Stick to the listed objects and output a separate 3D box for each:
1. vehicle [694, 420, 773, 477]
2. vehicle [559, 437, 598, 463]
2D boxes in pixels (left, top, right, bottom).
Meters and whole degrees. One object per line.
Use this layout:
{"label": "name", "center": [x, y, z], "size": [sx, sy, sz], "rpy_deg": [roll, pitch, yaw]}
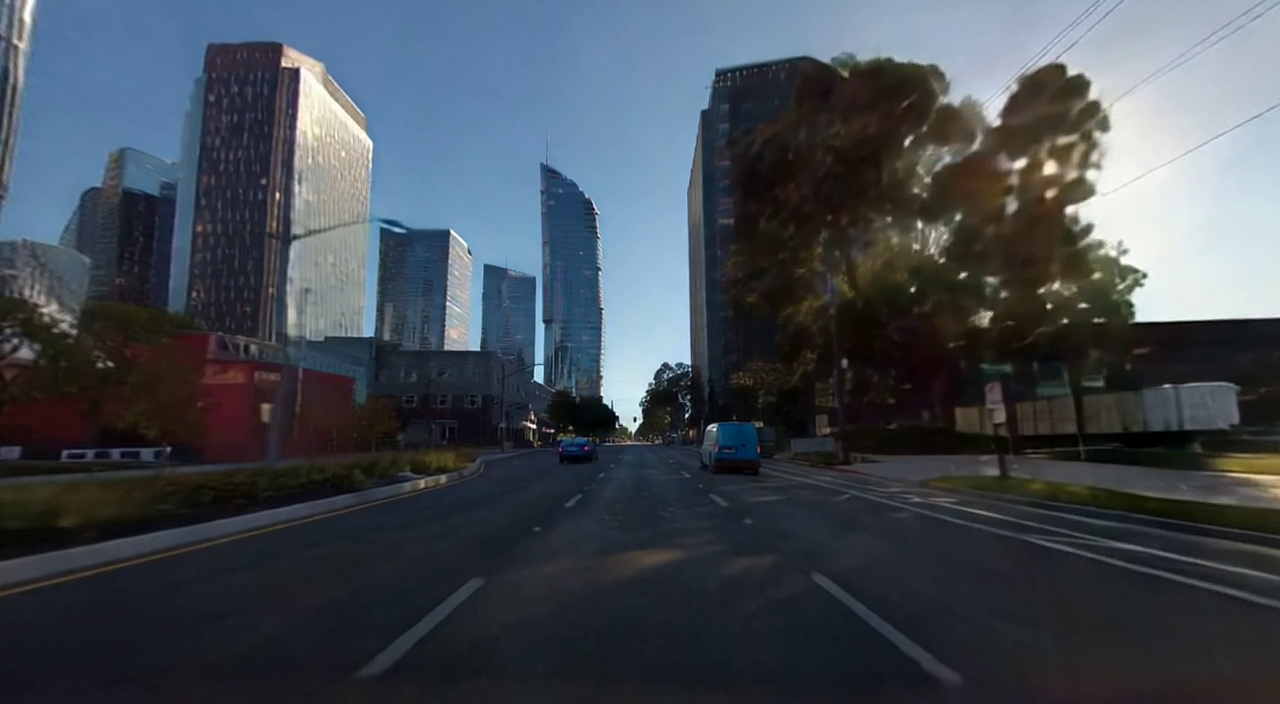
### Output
{"label": "vehicle", "center": [3.417, 3.683, 24.099], "size": [2.200, 1.914, 5.145], "rpy_deg": [0, -8, 0]}
{"label": "vehicle", "center": [-3.651, 5.850, 37.819], "size": [1.864, 1.464, 4.195], "rpy_deg": [0, -8, 1]}
